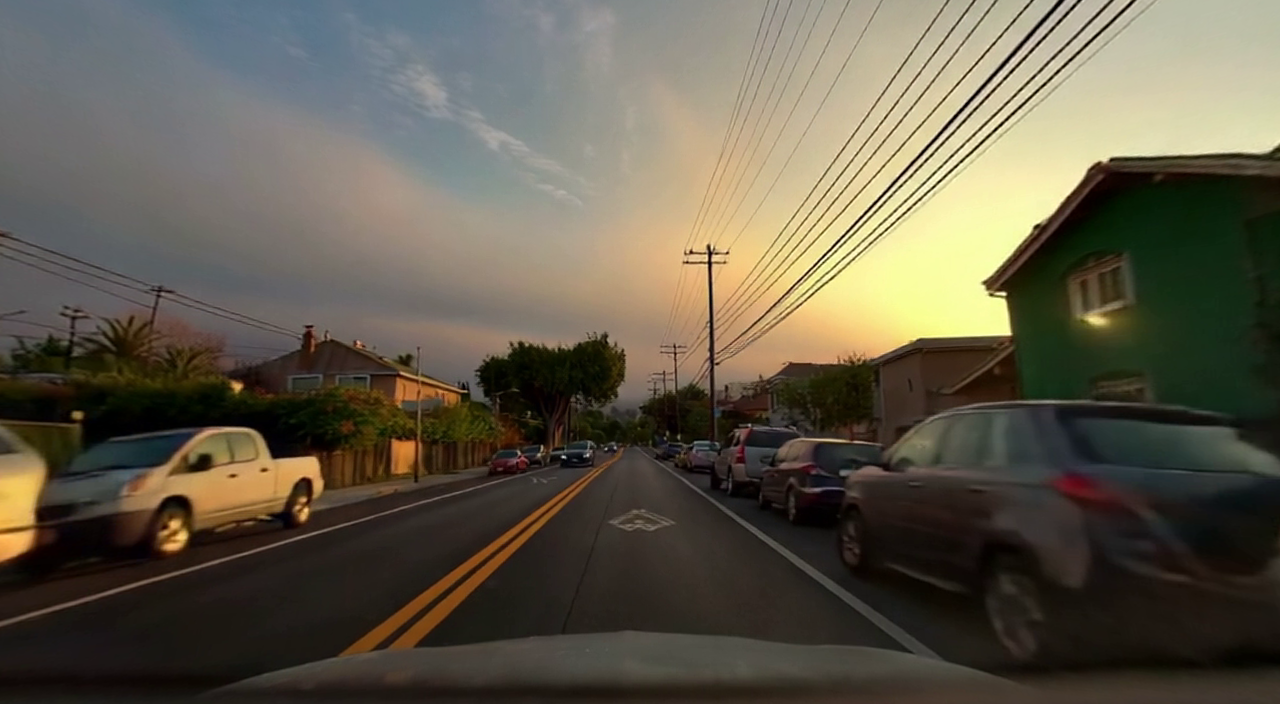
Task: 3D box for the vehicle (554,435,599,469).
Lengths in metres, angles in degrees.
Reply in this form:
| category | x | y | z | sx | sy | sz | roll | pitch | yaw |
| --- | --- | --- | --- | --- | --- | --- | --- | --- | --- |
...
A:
| category | x | y | z | sx | sy | sz | roll | pitch | yaw |
| --- | --- | --- | --- | --- | --- | --- | --- | --- | --- |
| vehicle | -3.863 | 6.209 | 39.327 | 2.194 | 1.935 | 4.807 | 0 | -9 | 1 |

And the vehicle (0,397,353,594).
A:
| category | x | y | z | sx | sy | sz | roll | pitch | yaw |
| --- | --- | --- | --- | --- | --- | --- | --- | --- | --- |
| vehicle | -6.688 | 1.911 | 9.573 | 2.195 | 2.033 | 5.741 | -1 | -8 | -2 |

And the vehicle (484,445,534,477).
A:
| category | x | y | z | sx | sy | sz | roll | pitch | yaw |
| --- | --- | --- | --- | --- | --- | --- | --- | --- | --- |
| vehicle | -6.921 | 5.770 | 33.746 | 1.866 | 1.487 | 4.416 | -1 | -8 | -2 |

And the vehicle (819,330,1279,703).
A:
| category | x | y | z | sx | sy | sz | roll | pitch | yaw |
| --- | --- | --- | --- | --- | --- | --- | --- | --- | --- |
| vehicle | 3.315 | 1.176 | 4.767 | 2.338 | 1.822 | 4.877 | 0 | -9 | -2 |
